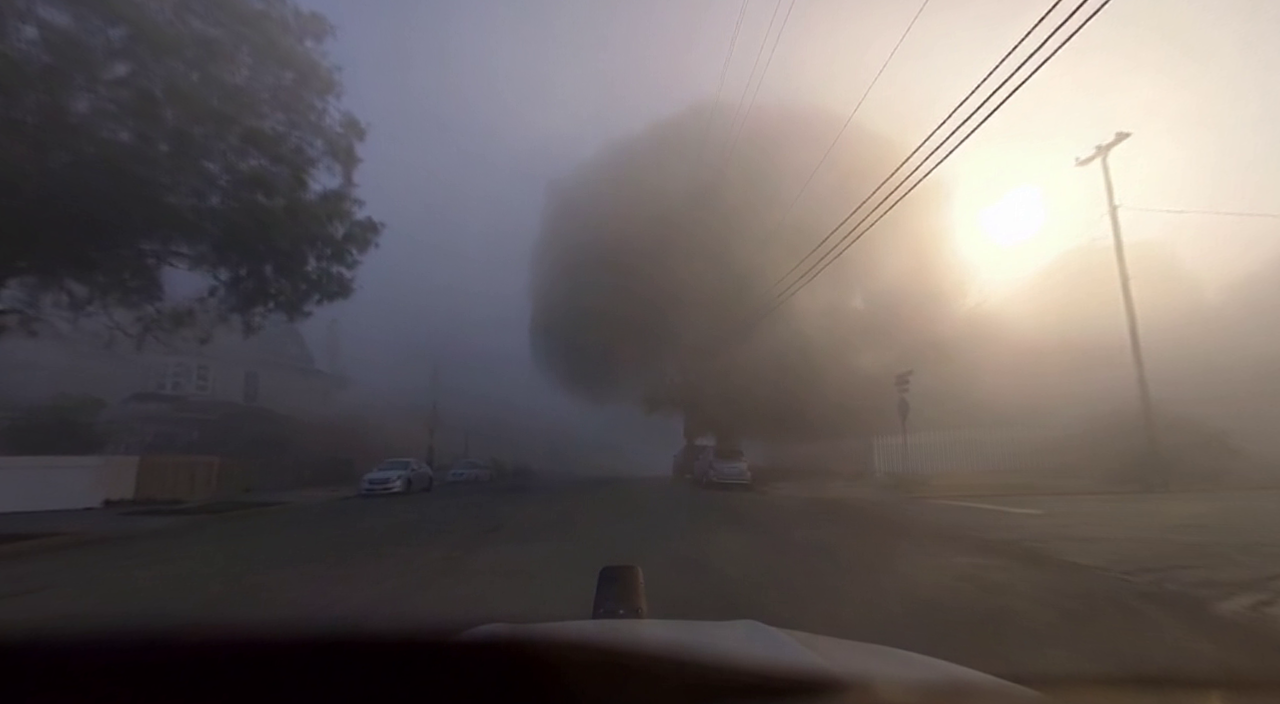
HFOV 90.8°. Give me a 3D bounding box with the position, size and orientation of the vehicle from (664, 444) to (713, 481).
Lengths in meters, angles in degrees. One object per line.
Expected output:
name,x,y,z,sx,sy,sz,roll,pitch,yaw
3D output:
vehicle,2.706,6.321,36.452,2.225,1.911,5.322,0,-9,-2

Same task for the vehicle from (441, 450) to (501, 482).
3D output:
vehicle,-9.144,6.171,34.565,2.027,1.584,4.476,-1,-9,1

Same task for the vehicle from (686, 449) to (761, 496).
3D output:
vehicle,2.942,4.339,23.204,1.927,1.529,4.144,0,-9,-3

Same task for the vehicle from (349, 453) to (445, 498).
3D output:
vehicle,-8.780,4.470,23.263,1.937,1.427,4.510,0,-9,-3
